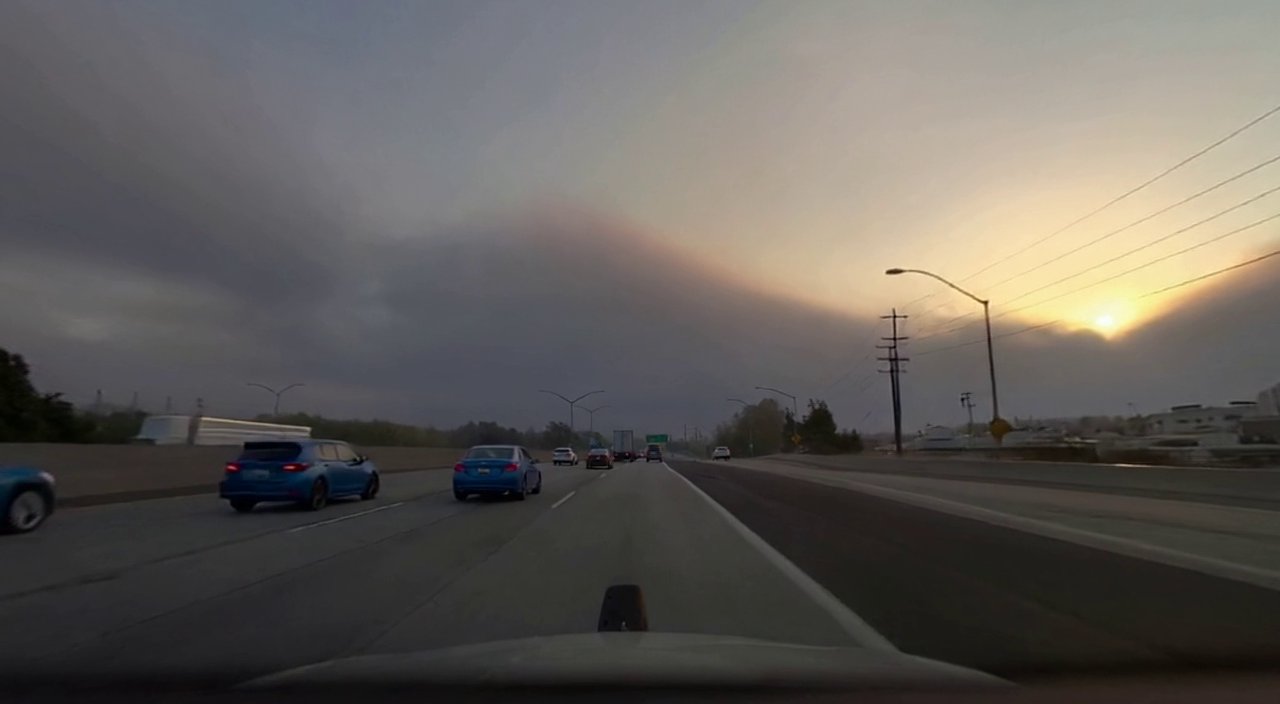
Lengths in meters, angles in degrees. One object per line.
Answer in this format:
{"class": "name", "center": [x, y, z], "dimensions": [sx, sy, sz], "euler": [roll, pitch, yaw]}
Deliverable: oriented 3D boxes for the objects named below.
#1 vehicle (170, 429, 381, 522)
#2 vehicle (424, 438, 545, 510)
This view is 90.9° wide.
{"class": "vehicle", "center": [-7.609, 2.580, 13.809], "dimensions": [1.970, 1.682, 4.297], "euler": [-1, -8, 1]}
{"class": "vehicle", "center": [-3.633, 2.904, 15.476], "dimensions": [1.953, 1.511, 3.704], "euler": [-1, -8, 1]}
